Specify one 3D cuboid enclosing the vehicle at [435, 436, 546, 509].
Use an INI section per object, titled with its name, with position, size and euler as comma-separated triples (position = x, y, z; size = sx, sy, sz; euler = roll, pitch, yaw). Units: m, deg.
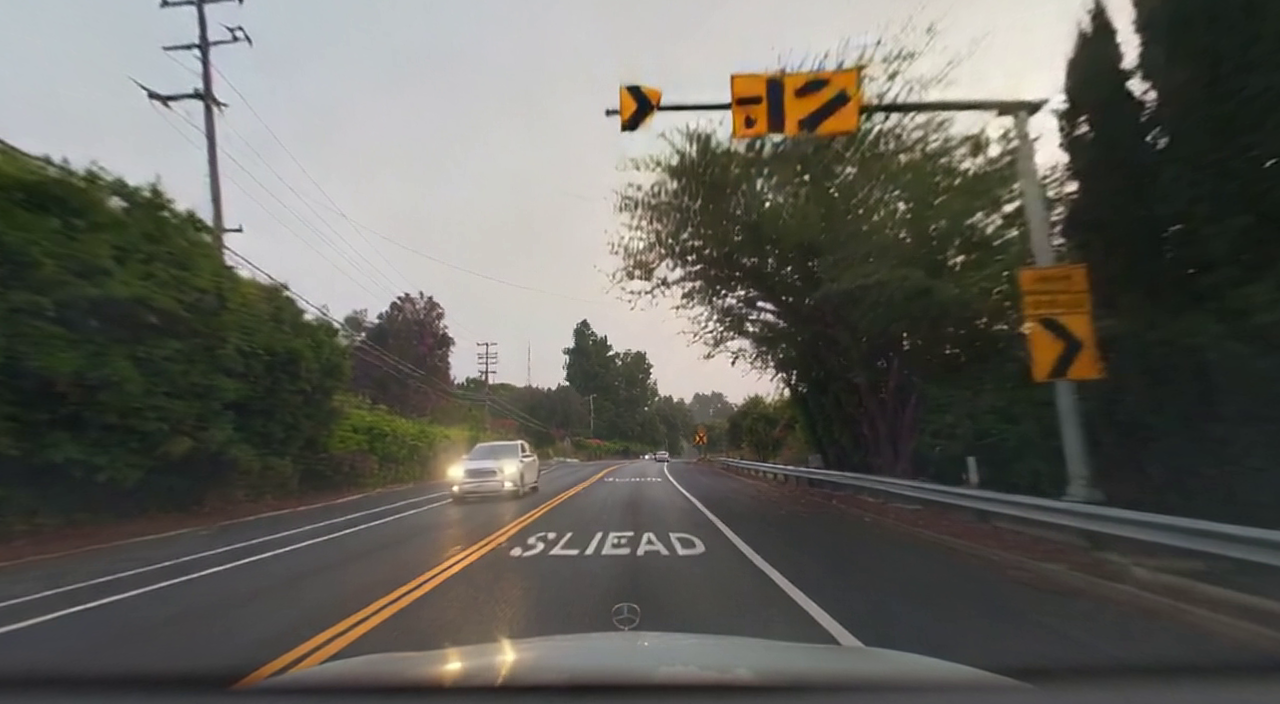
[vehicle]
position = -3.999, 3.294, 17.711
size = 2.018, 1.702, 4.423
euler = -2, -9, 0
